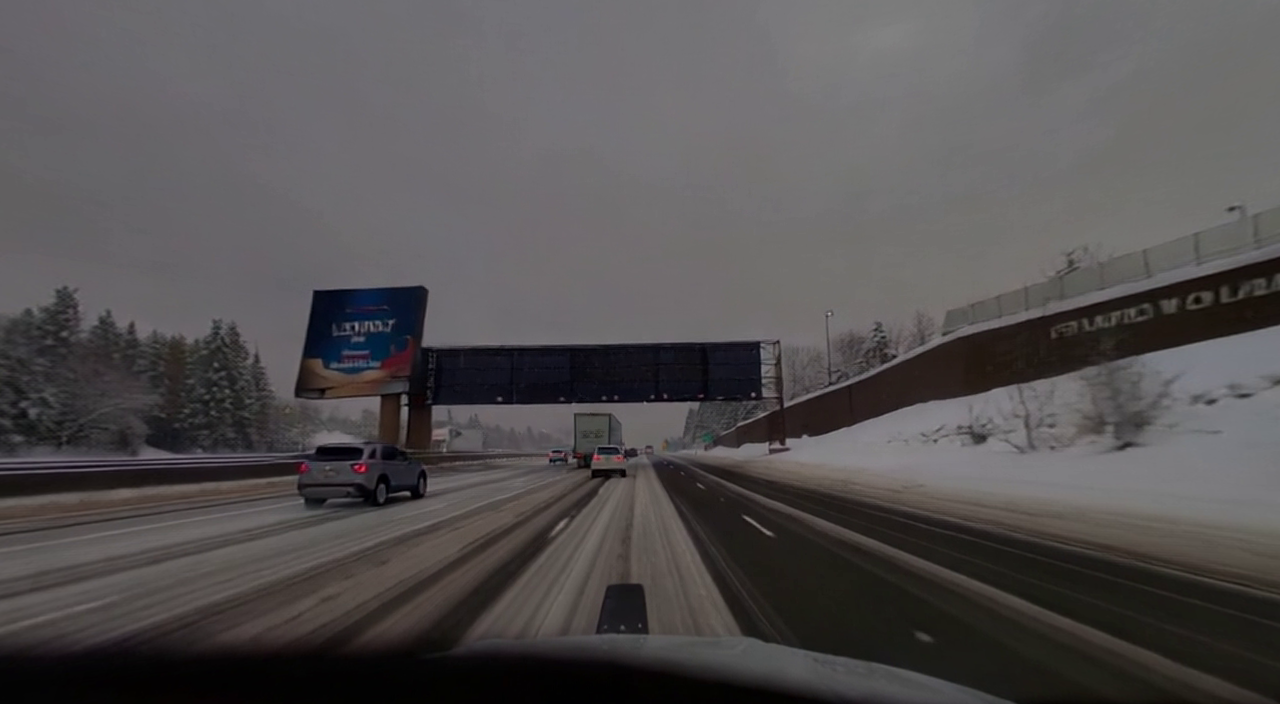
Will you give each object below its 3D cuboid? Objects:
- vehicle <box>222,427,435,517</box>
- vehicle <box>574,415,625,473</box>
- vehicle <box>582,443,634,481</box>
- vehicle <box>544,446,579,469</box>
[{"bbox_3d":[-7.024,2.775,15.094,2.401,1.759,5.126,0,-9,1],"label":"vehicle"},{"bbox_3d":[-2.544,6.198,42.404,2.794,3.460,8.595,0,-9,1],"label":"vehicle"},{"bbox_3d":[-1.389,4.965,28.601,2.168,1.597,3.615,0,-9,-1],"label":"vehicle"},{"bbox_3d":[-6.073,8.255,49.524,2.124,1.674,4.541,0,-9,1],"label":"vehicle"}]
